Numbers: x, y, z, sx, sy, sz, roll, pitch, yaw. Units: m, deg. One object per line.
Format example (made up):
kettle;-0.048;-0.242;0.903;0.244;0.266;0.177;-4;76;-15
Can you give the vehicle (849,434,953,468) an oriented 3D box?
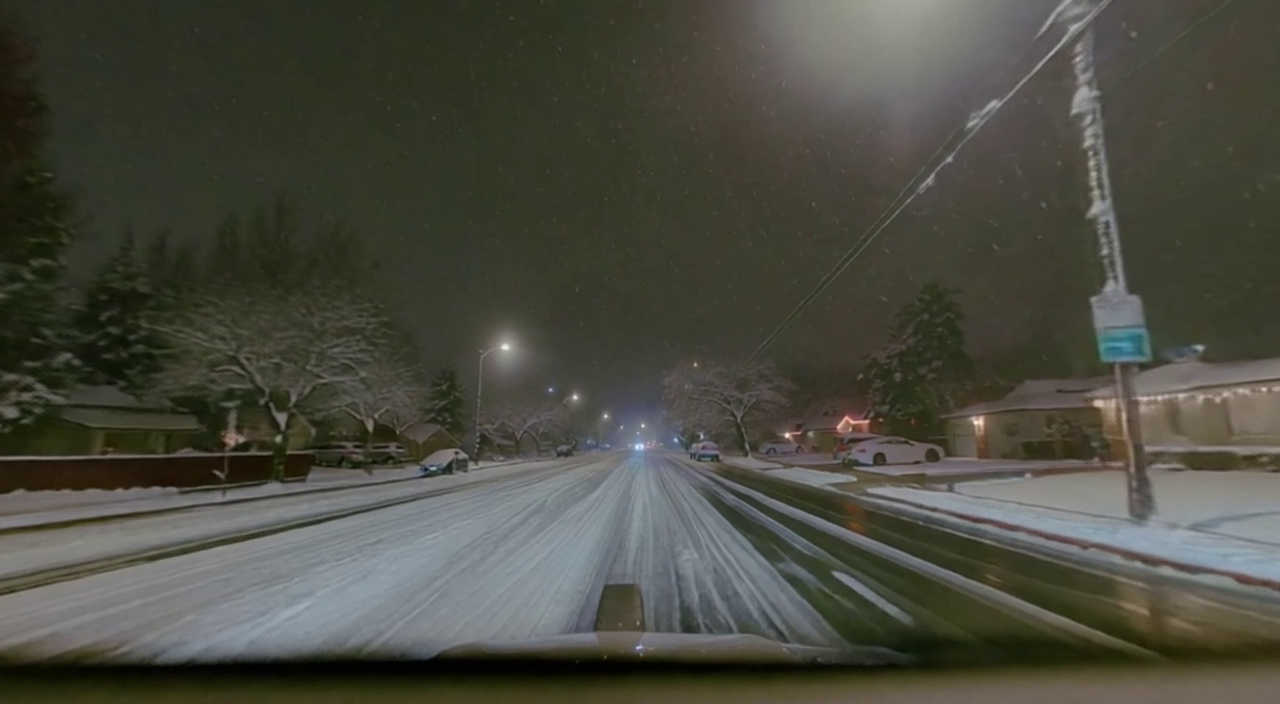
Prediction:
vehicle;14.169;5.423;34.527;4.775;1.524;1.983;-4;-9;3

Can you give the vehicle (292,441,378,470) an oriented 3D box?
vehicle;-21.070;7.163;43.782;4.830;1.857;2.183;-1;-9;2

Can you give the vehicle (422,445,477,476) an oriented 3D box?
vehicle;-11.331;6.508;37.883;2.020;1.691;4.308;-2;-10;-2
